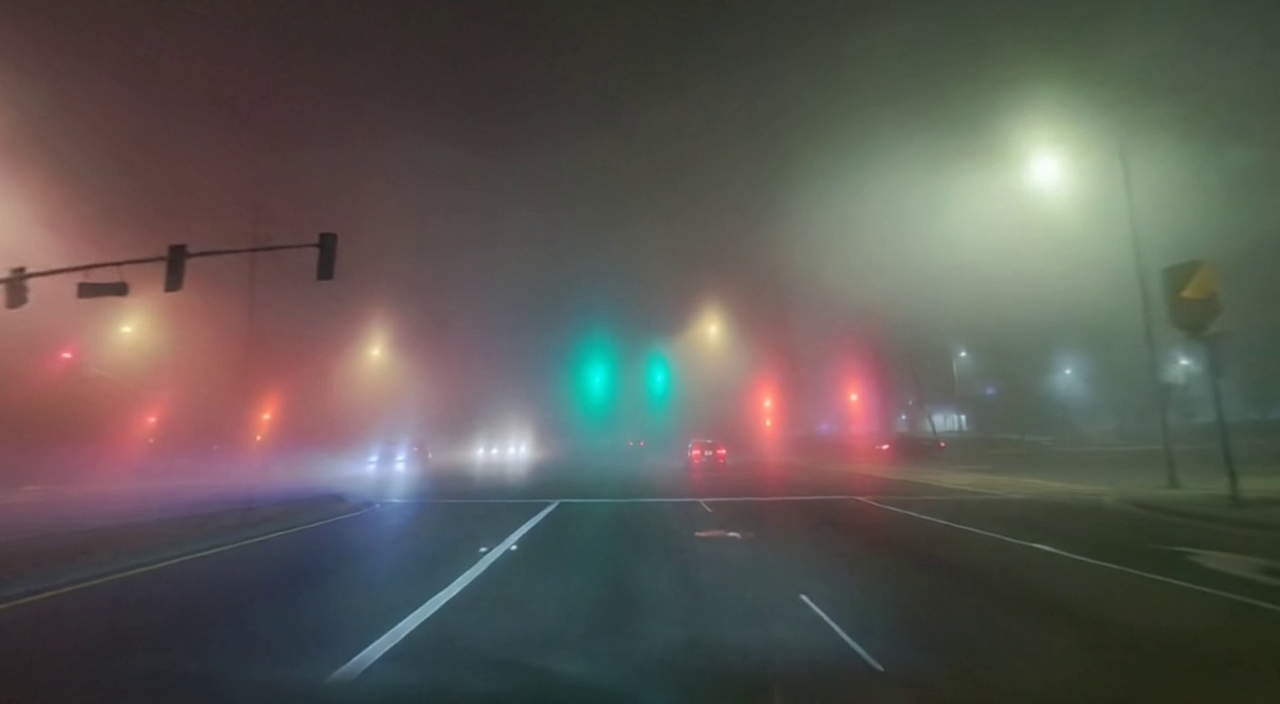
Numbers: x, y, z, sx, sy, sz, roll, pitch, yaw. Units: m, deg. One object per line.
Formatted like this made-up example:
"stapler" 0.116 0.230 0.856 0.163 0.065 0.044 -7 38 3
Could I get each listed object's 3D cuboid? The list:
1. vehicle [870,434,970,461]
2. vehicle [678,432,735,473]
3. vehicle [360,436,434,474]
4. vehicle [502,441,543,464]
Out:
"vehicle" 16.404 5.610 37.249 4.839 1.490 2.134 -1 -8 4
"vehicle" 3.033 4.701 29.723 2.069 1.761 4.610 0 -8 -1
"vehicle" -12.245 5.221 32.171 1.951 1.759 4.518 -1 -8 0
"vehicle" -8.070 6.935 43.797 1.963 1.472 4.584 -1 -8 0
